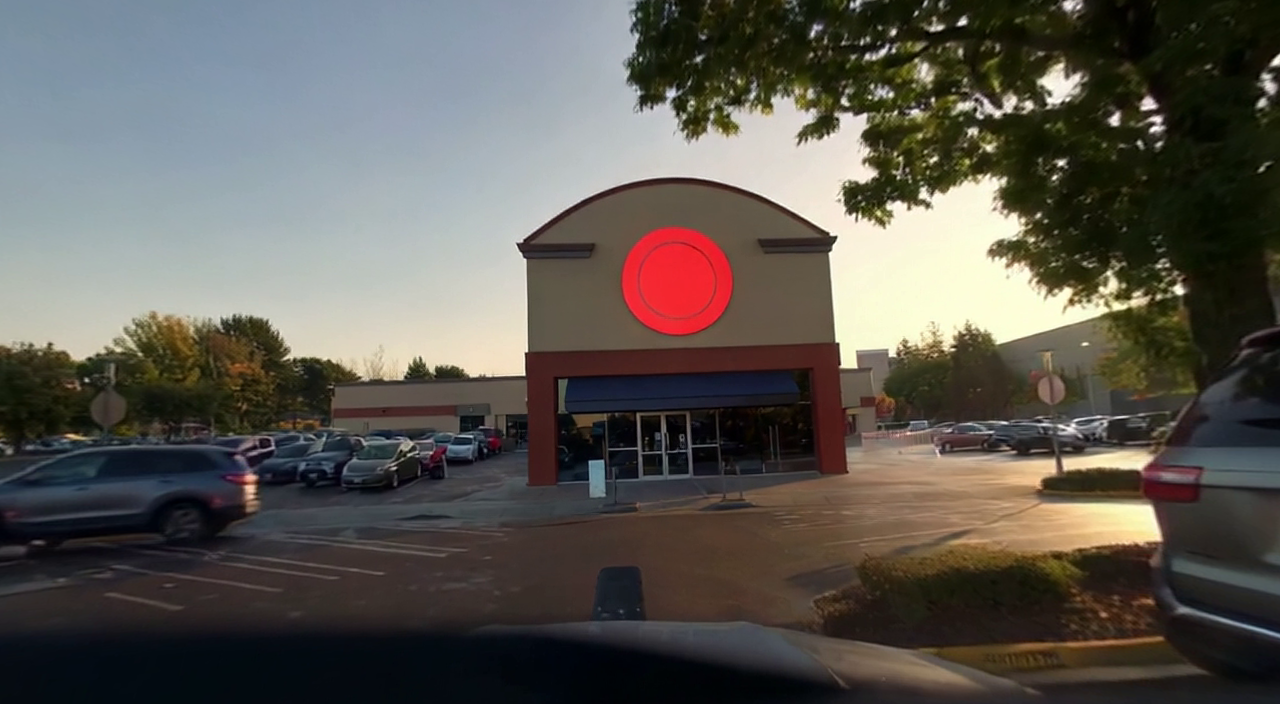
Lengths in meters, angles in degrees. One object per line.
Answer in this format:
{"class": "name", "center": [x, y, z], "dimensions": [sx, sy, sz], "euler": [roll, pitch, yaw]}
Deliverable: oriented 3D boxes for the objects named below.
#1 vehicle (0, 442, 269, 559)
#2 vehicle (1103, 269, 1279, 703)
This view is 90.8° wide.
{"class": "vehicle", "center": [-9.637, 2.482, 10.973], "dimensions": [4.957, 1.788, 2.092], "euler": [1, -9, -9]}
{"class": "vehicle", "center": [4.991, 0.606, 2.246], "dimensions": [4.864, 1.916, 2.413], "euler": [1, -9, -5]}
